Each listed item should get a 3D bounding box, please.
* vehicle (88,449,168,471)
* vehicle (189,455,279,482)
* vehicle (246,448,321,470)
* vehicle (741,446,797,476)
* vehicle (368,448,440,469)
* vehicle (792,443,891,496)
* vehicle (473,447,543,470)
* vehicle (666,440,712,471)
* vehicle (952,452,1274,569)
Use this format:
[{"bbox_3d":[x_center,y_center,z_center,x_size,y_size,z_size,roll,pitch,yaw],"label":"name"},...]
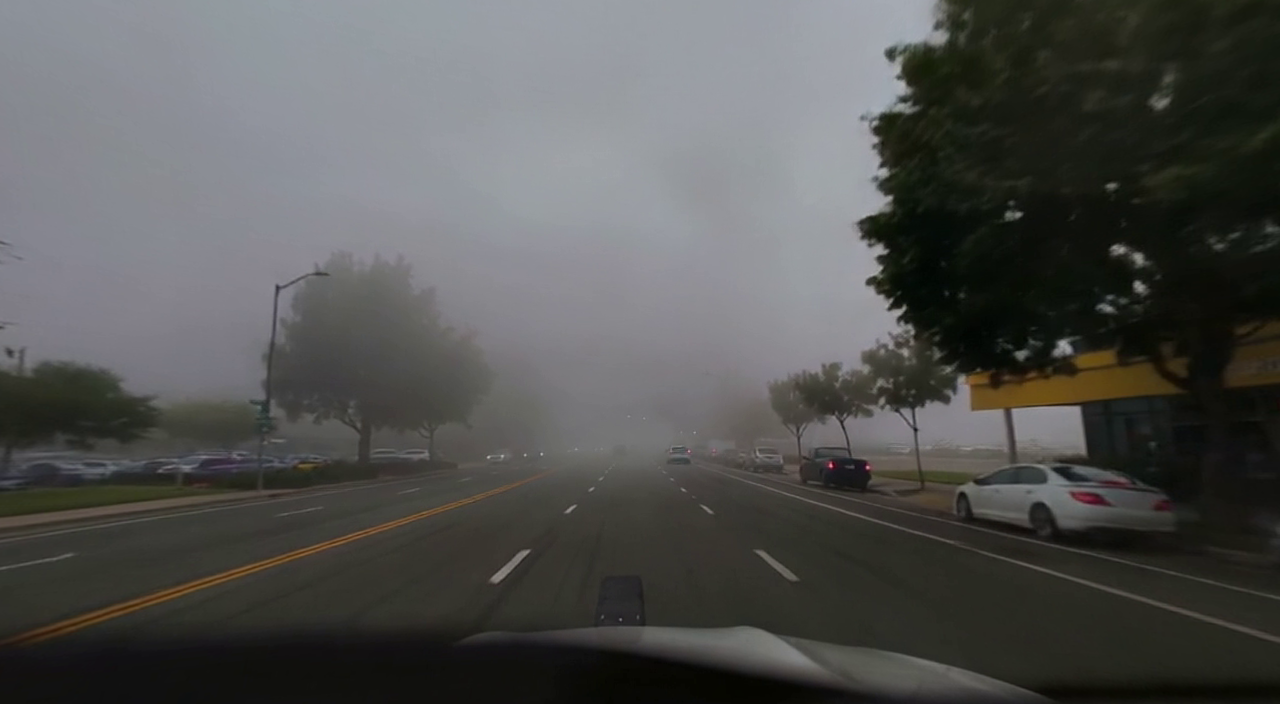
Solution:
[{"bbox_3d":[-38.884,8.175,48.106,1.864,1.502,4.432,-2,-9,13],"label":"vehicle"},{"bbox_3d":[-23.819,6.817,37.273,1.768,1.429,4.423,-2,-9,13],"label":"vehicle"},{"bbox_3d":[-25.506,7.648,45.371,1.893,1.477,4.621,-3,-9,15],"label":"vehicle"},{"bbox_3d":[7.267,6.162,36.071,1.951,1.601,5.147,0,-8,-2],"label":"vehicle"},{"bbox_3d":[-17.734,8.002,47.494,4.635,1.457,2.060,-2,-9,13],"label":"vehicle"},{"bbox_3d":[7.140,4.170,22.958,1.994,1.691,4.472,0,-8,-2],"label":"vehicle"},{"bbox_3d":[-9.491,7.609,45.420,4.700,1.567,2.165,-6,-10,32],"label":"vehicle"},{"bbox_3d":[2.974,6.394,39.333,2.293,1.814,4.589,0,-8,-3],"label":"vehicle"},{"bbox_3d":[7.271,2.416,10.491,1.852,1.448,4.446,0,-8,-1],"label":"vehicle"}]
